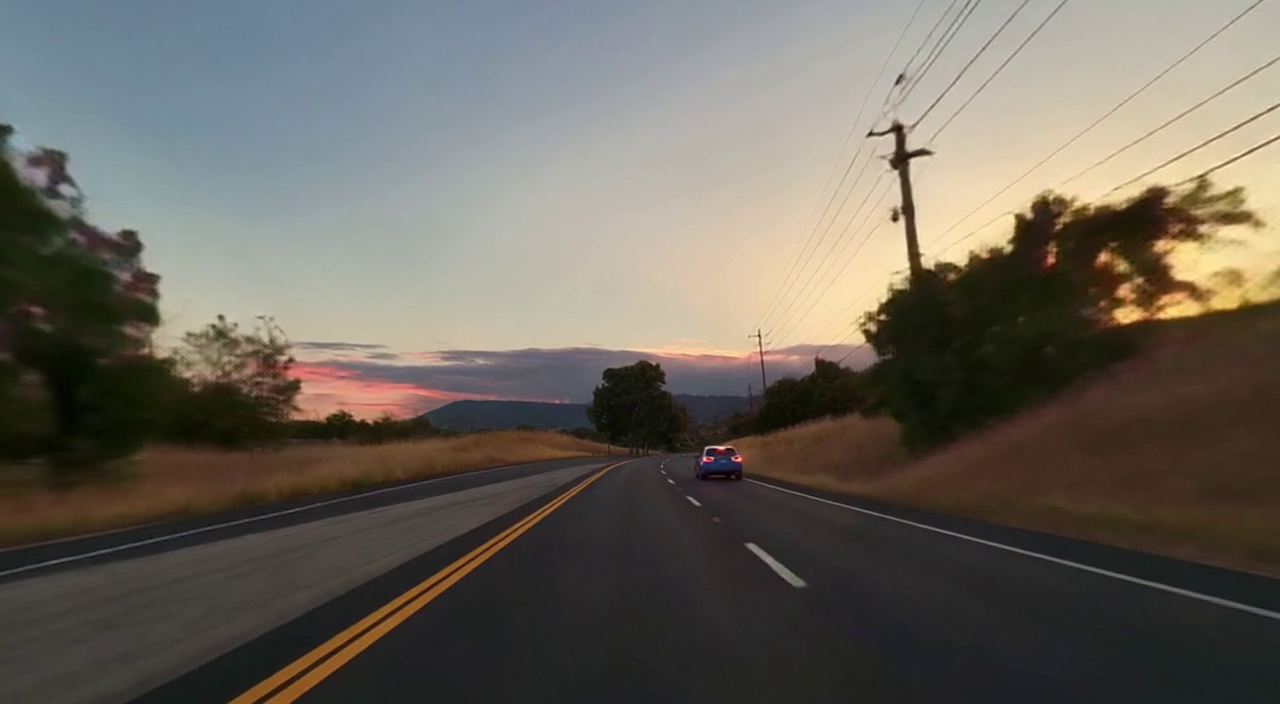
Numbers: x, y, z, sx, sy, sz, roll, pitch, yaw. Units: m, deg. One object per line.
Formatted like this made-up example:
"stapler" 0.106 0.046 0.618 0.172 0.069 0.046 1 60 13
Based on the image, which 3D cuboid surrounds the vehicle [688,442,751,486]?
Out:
"vehicle" 3.324 4.770 27.206 2.135 1.692 4.185 0 -9 0
